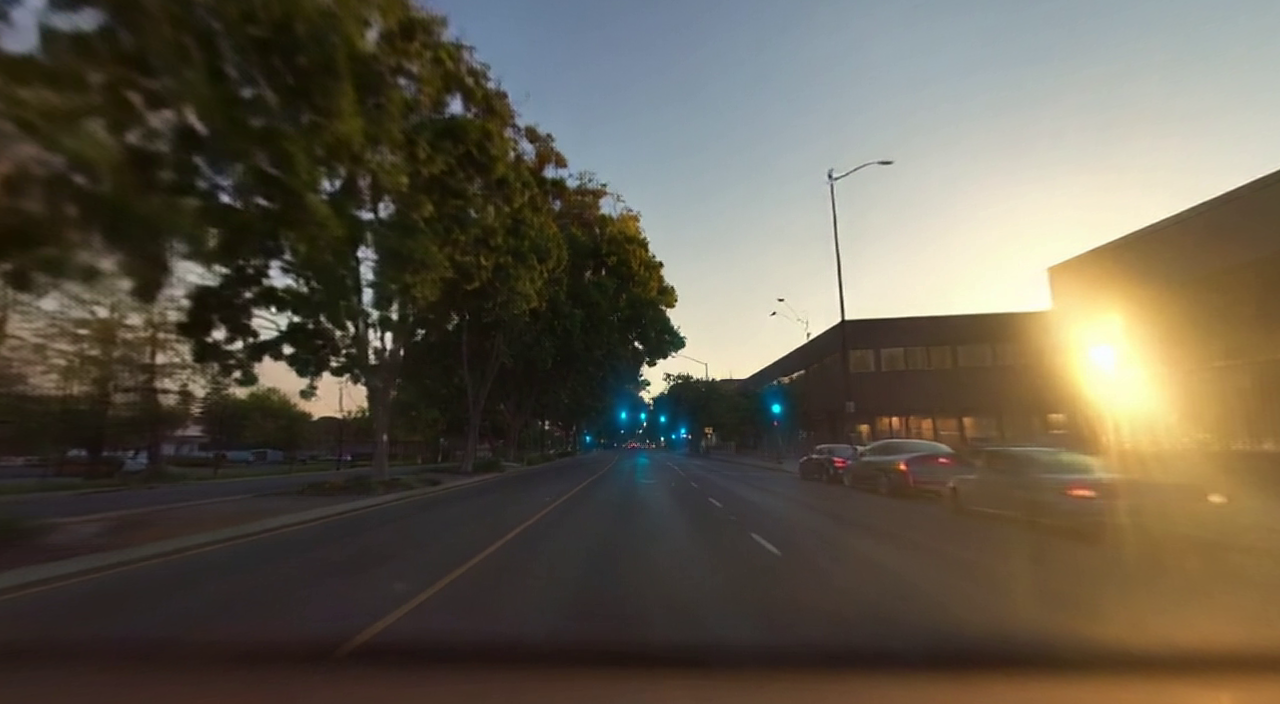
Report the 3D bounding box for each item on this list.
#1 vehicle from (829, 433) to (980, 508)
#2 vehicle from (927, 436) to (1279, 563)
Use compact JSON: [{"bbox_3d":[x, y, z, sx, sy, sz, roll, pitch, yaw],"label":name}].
[{"bbox_3d":[6.687,3.027,16.666,1.980,1.675,4.854,0,-8,1],"label":"vehicle"},{"bbox_3d":[6.554,2.090,9.873,1.847,1.472,4.846,0,-8,0],"label":"vehicle"}]
